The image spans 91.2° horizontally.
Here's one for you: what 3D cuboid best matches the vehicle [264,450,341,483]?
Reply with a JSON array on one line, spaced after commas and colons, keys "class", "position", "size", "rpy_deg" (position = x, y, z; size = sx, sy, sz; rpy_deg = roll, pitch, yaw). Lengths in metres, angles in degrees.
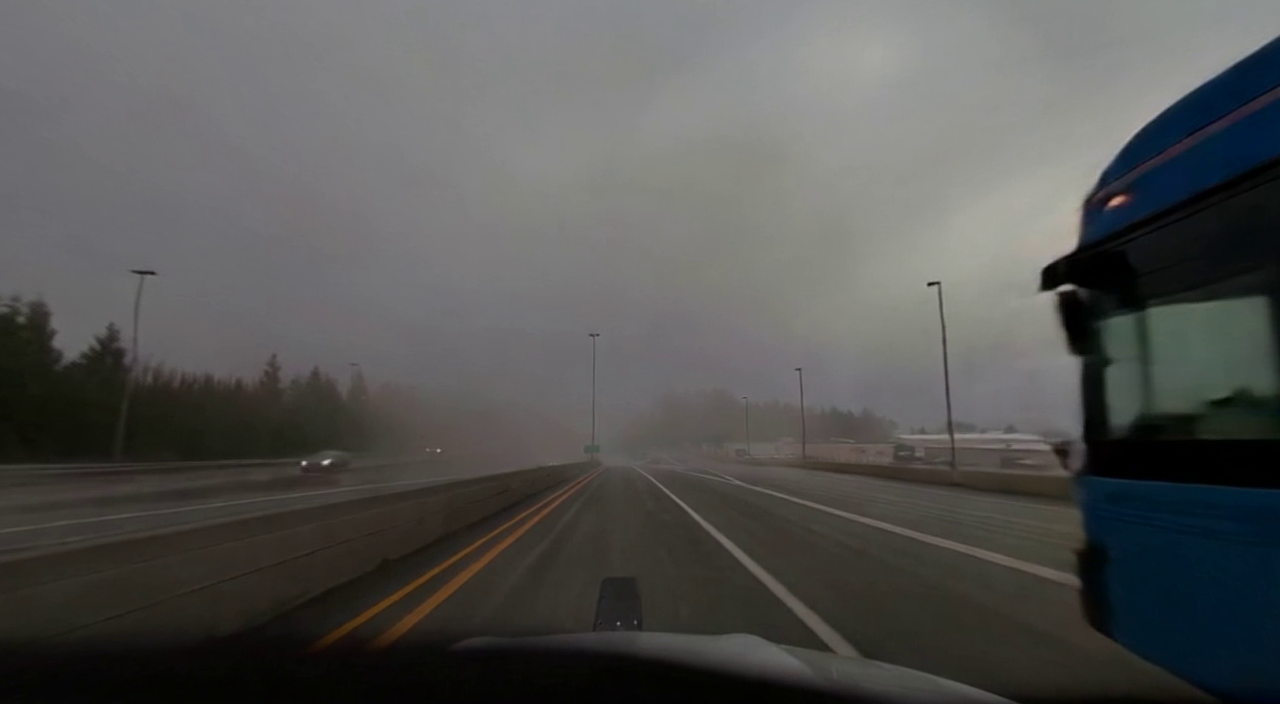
[{"class": "vehicle", "position": [-16.149, 5.473, 30.218], "size": [1.817, 1.474, 3.810], "rpy_deg": [0, -9, -5]}]
